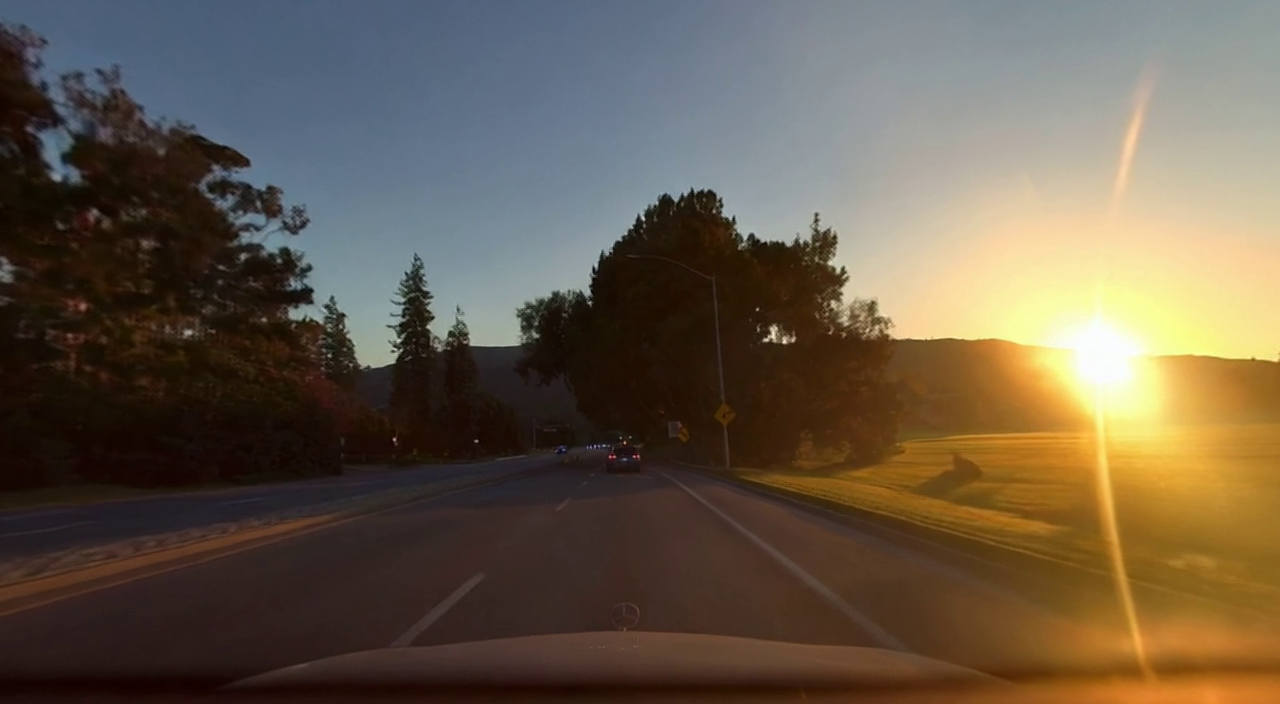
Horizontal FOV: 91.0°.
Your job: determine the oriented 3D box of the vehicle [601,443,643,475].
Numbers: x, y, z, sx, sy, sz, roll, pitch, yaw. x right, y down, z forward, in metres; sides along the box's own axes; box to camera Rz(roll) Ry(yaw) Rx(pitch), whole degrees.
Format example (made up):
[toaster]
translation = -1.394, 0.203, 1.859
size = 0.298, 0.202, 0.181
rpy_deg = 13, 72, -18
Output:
[vehicle]
translation = -0.870, 5.261, 31.095
size = 1.954, 1.469, 3.465
rpy_deg = 0, -8, -1
